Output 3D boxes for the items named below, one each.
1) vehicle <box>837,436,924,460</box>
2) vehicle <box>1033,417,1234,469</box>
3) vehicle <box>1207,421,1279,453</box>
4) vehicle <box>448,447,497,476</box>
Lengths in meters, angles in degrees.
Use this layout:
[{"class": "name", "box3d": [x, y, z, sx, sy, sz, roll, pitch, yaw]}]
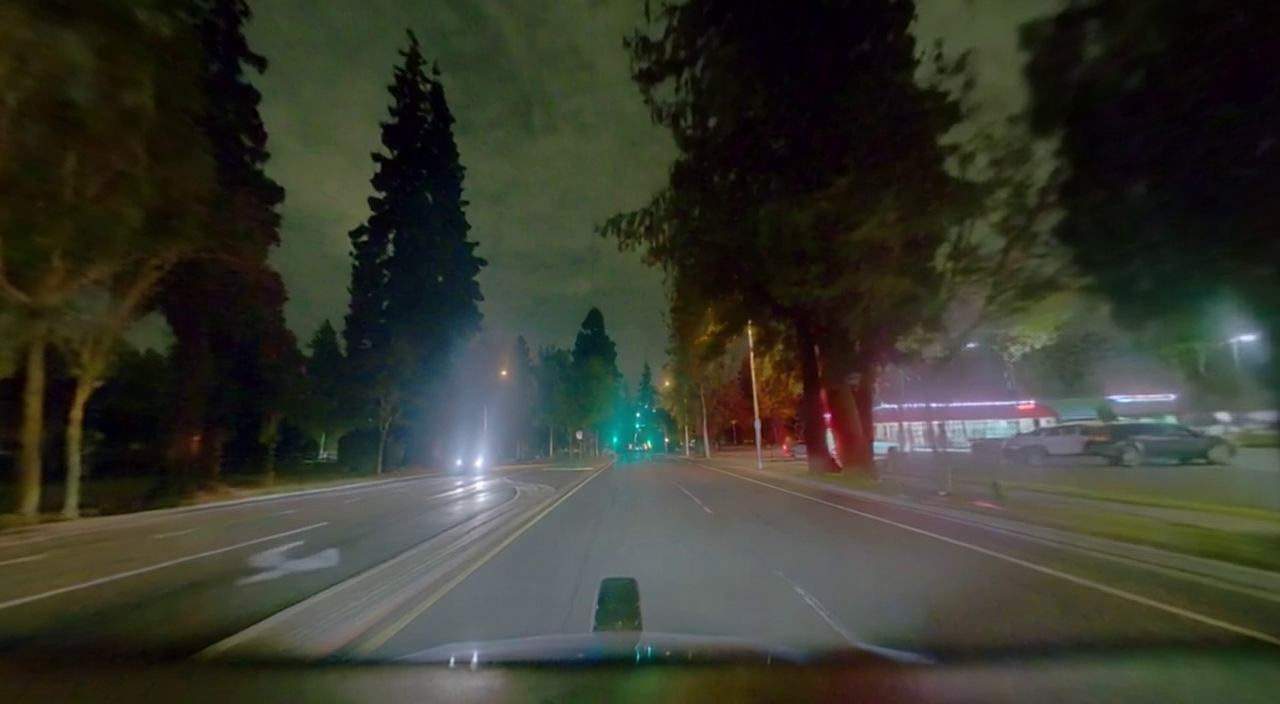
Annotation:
[{"class": "vehicle", "box3d": [16.435, 6.611, 43.227, 5.124, 1.541, 2.070, 0, -10, -1]}, {"class": "vehicle", "box3d": [16.311, 3.056, 21.020, 4.947, 1.587, 2.133, 1, -9, -2]}, {"class": "vehicle", "box3d": [29.657, 3.998, 29.469, 1.749, 1.436, 4.792, 0, -9, 0]}, {"class": "vehicle", "box3d": [-11.115, 7.237, 41.965, 2.031, 1.674, 4.573, -3, -8, 0]}]
